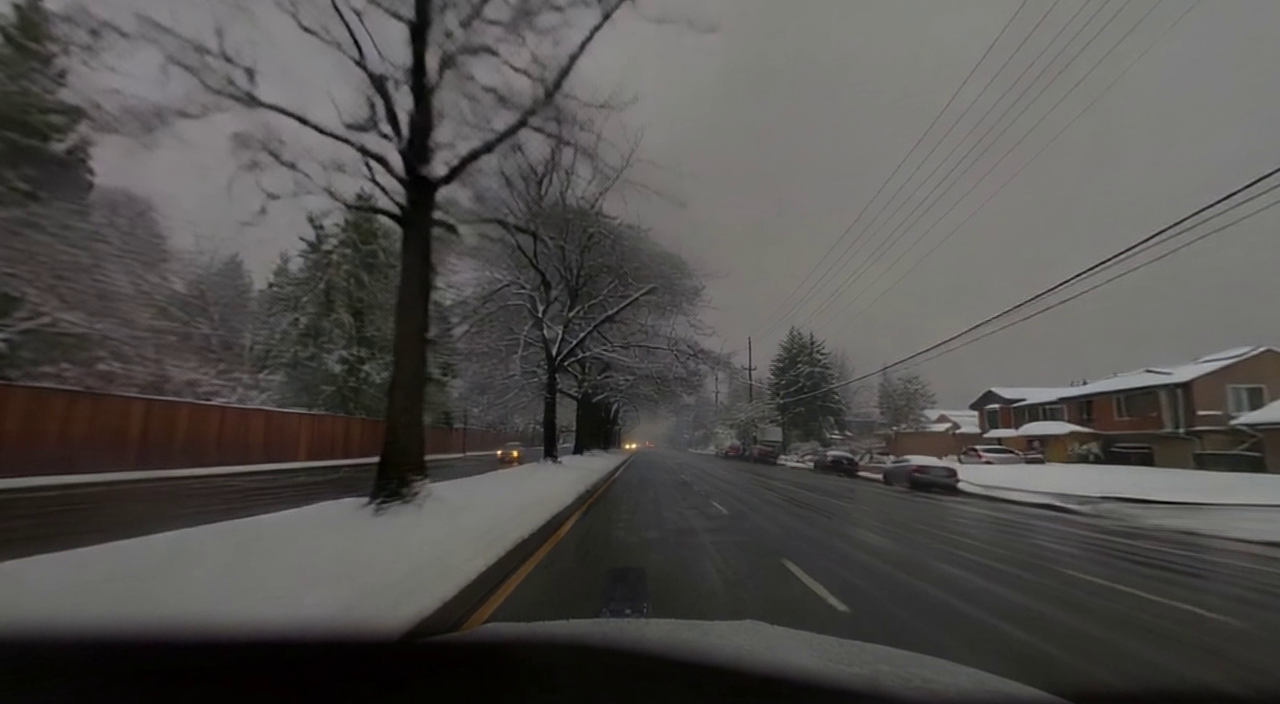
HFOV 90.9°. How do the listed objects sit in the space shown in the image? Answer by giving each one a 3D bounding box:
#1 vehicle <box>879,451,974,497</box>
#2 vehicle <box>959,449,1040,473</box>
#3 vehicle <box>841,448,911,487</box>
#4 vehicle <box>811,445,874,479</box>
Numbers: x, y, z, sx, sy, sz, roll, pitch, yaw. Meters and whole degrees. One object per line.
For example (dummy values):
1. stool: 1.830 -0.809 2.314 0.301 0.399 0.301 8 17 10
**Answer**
1. vehicle: 11.683 4.962 26.034 2.061 1.575 4.098 4 -8 1
2. vehicle: 25.918 7.873 45.525 4.670 1.636 1.946 0 -8 0
3. vehicle: 11.814 5.772 31.860 1.869 1.522 4.295 8 -8 1
4. vehicle: 11.957 6.500 37.600 2.178 1.858 4.726 0 -8 -1
